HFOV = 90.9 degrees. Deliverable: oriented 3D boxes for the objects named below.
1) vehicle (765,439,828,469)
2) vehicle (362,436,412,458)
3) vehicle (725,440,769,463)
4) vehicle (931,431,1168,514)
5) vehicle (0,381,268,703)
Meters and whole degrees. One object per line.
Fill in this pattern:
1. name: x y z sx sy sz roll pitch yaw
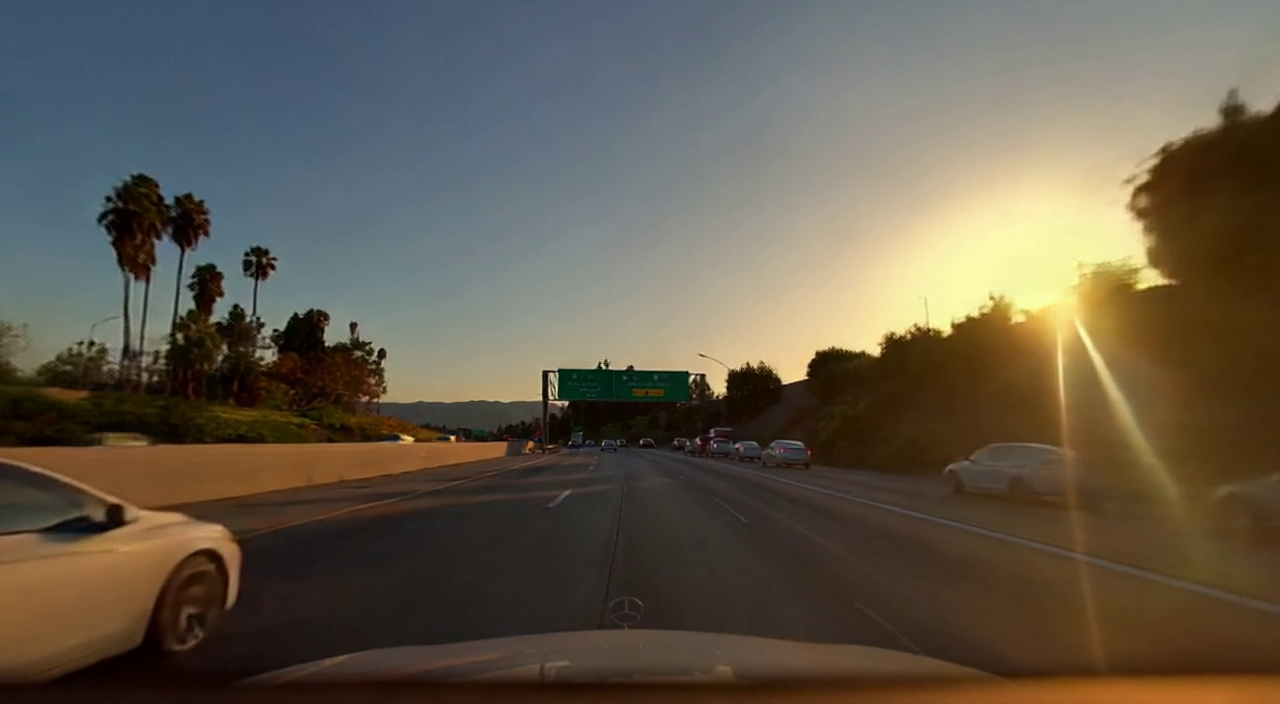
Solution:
1. vehicle: 8.102 5.308 33.098 1.922 1.456 4.626 0 -8 -3
2. vehicle: -19.253 7.243 48.164 1.991 1.614 4.729 0 -8 -2
3. vehicle: 7.192 6.738 42.892 1.984 1.477 4.385 0 -8 -4
4. vehicle: 8.467 2.515 13.727 1.947 1.452 4.696 0 -8 -1
5. vehicle: -3.722 0.857 2.322 2.109 1.536 4.174 0 -8 1
